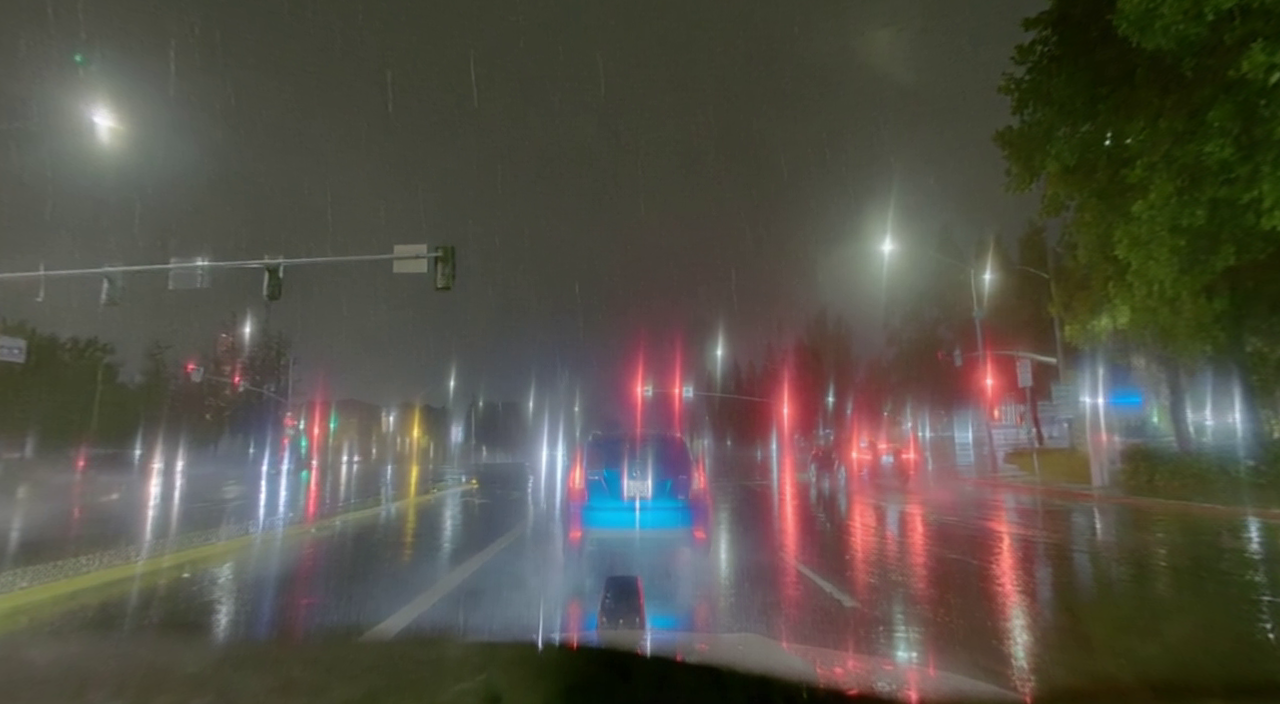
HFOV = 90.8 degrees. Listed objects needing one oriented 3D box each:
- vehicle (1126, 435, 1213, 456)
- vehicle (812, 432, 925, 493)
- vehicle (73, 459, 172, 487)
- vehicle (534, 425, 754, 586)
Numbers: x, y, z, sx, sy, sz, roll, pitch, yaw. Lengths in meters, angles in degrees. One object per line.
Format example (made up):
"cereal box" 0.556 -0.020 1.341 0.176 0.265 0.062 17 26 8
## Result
"vehicle" 37.513 6.635 44.832 4.563 1.454 2.056 1 -9 -7
"vehicle" 7.053 3.440 20.065 2.039 1.692 4.319 0 -8 1
"vehicle" -32.392 7.553 39.633 4.401 1.625 1.863 0 -8 -4
"vehicle" -0.021 1.763 8.140 2.070 1.488 4.206 0 -8 -2
